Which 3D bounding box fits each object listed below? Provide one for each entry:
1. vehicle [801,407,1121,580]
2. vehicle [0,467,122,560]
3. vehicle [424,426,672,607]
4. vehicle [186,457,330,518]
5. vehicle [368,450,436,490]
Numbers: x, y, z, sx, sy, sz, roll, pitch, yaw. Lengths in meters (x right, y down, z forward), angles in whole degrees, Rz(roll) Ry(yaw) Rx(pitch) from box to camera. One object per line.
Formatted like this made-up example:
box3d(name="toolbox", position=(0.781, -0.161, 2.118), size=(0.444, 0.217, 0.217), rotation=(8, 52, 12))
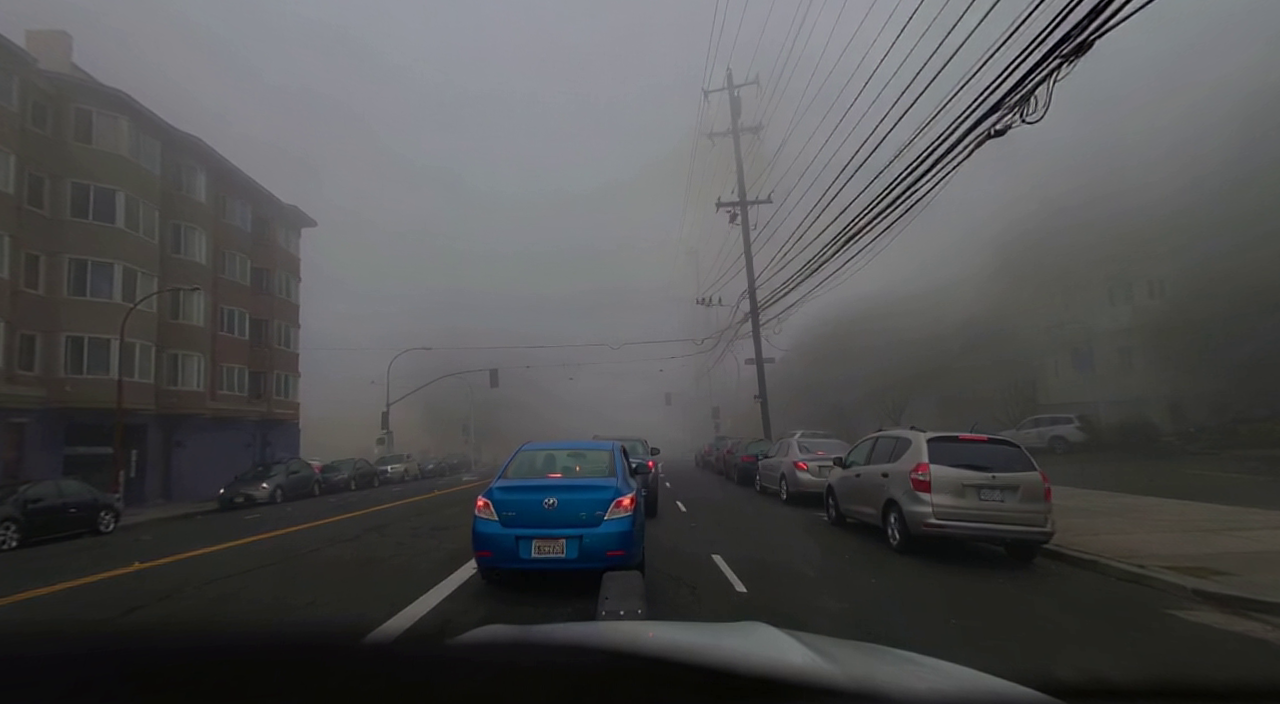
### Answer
box3d(name="vehicle", position=(3.790, 1.744, 8.601), size=(1.967, 1.721, 4.410), rotation=(0, -8, -1))
box3d(name="vehicle", position=(-11.894, 2.883, 10.999), size=(1.850, 1.487, 4.711), rotation=(-3, -8, -1))
box3d(name="vehicle", position=(-0.727, 1.686, 7.509), size=(2.019, 1.453, 4.603), rotation=(0, -8, 1))
box3d(name="vehicle", position=(-11.881, 4.190, 20.055), size=(1.868, 1.491, 4.367), rotation=(-4, -9, 1))
box3d(name="vehicle", position=(-11.942, 5.880, 31.932), size=(2.011, 1.687, 4.079), rotation=(-4, -8, -2))
